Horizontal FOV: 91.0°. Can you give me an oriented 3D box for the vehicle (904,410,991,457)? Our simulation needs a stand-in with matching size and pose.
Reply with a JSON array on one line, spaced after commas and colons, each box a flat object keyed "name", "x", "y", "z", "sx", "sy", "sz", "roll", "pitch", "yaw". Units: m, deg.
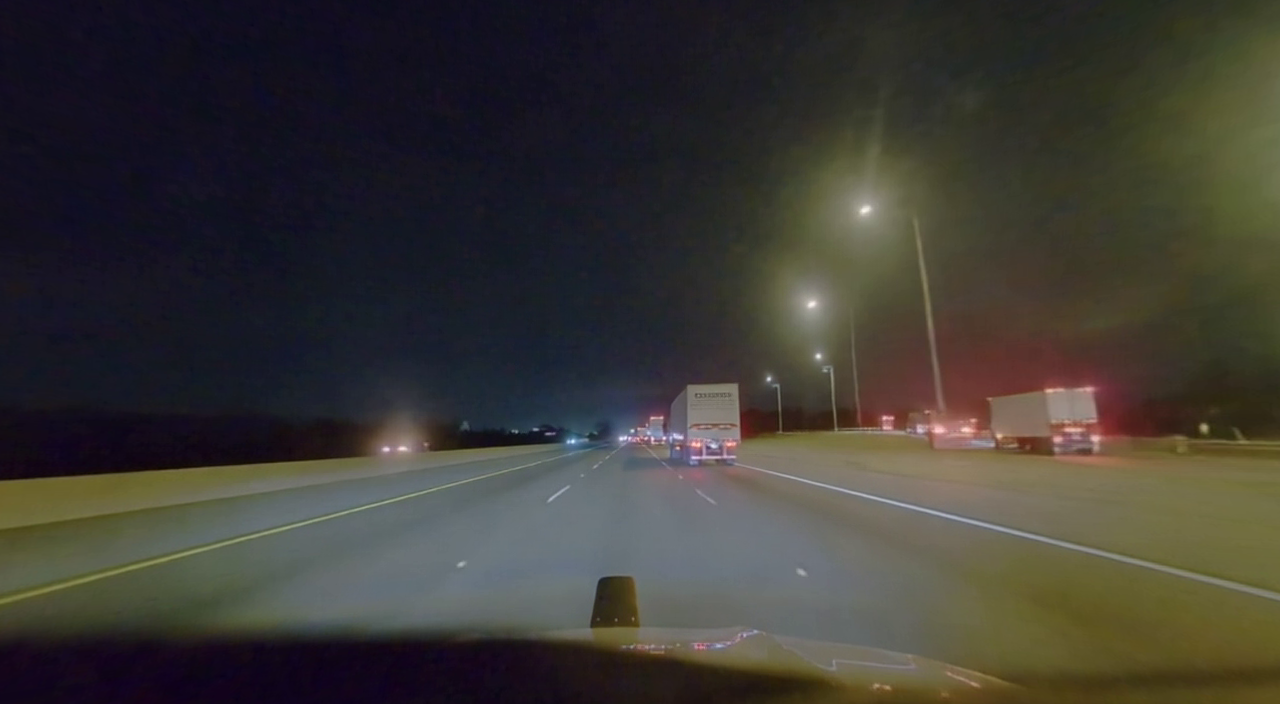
[{"name": "vehicle", "x": 24.108, "y": 6.304, "z": 49.887, "sx": 2.865, "sy": 2.885, "sz": 8.040, "roll": -4, "pitch": -3, "yaw": 1}]

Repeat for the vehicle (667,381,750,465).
[{"name": "vehicle", "x": 3.680, "y": 4.502, "z": 38.173, "sx": 2.976, "sy": 4.064, "sz": 14.619, "roll": 0, "pitch": -8, "yaw": -2}]
